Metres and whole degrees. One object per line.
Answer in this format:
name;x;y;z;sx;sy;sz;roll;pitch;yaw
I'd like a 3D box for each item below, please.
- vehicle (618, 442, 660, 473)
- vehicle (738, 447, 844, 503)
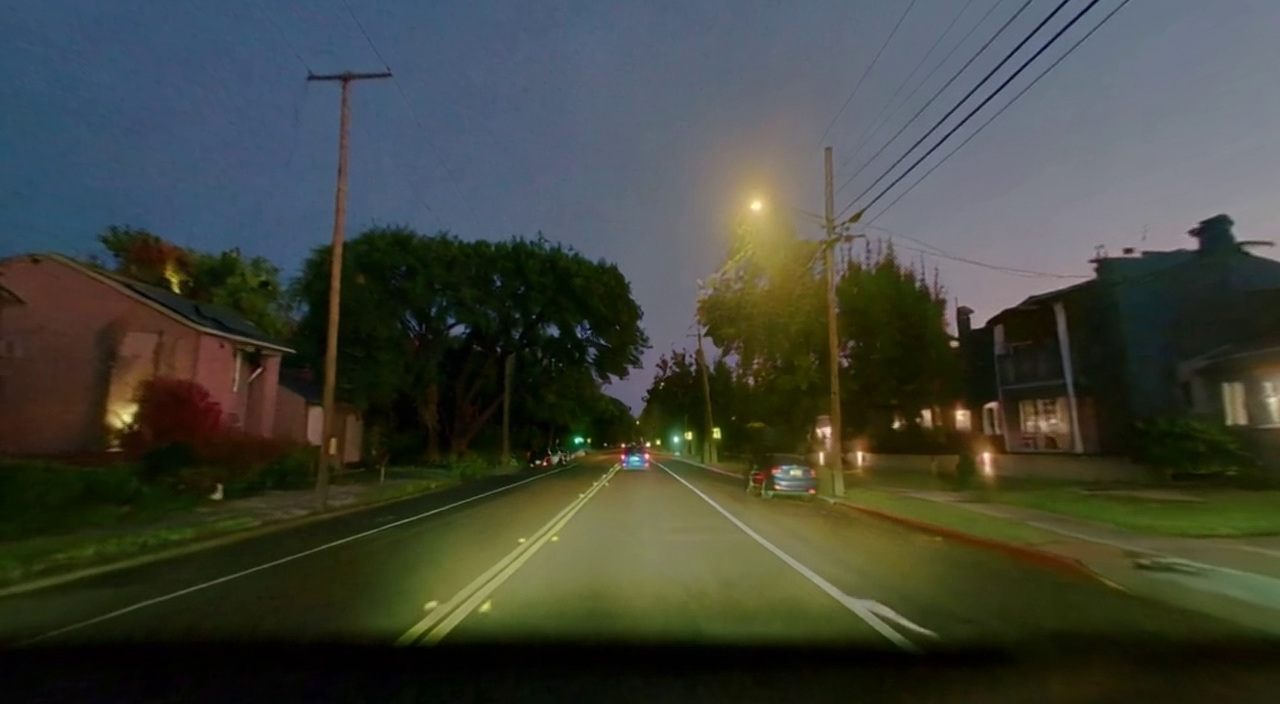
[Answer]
vehicle;-0.081;5.559;33.331;2.104;1.500;3.815;0;-8;-1
vehicle;4.489;3.728;19.640;1.977;1.481;5.155;0;-8;-1
